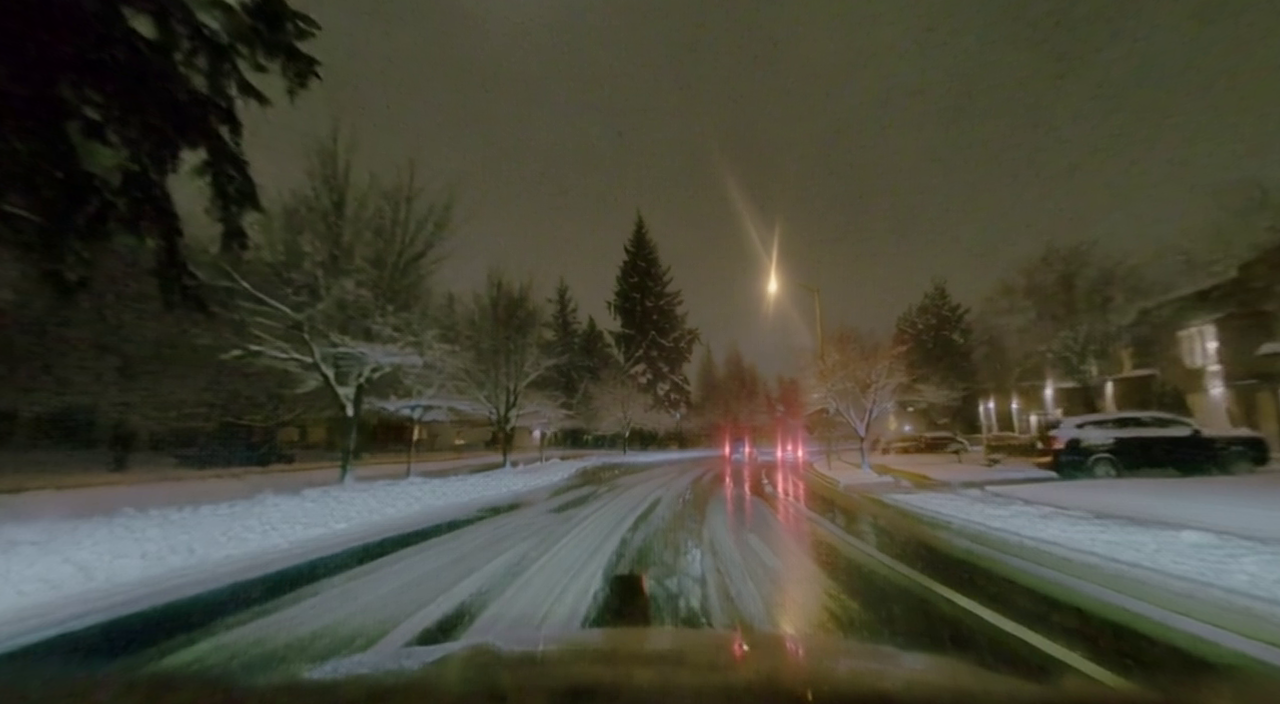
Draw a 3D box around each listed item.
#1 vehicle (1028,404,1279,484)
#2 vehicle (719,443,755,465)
[{"bbox_3d":[12.928,2.294,15.663,4.999,1.791,2.177,-2,-9,9],"label":"vehicle"},{"bbox_3d":[6.947,7.264,44.927,2.050,1.456,4.003,-2,-9,16],"label":"vehicle"}]
